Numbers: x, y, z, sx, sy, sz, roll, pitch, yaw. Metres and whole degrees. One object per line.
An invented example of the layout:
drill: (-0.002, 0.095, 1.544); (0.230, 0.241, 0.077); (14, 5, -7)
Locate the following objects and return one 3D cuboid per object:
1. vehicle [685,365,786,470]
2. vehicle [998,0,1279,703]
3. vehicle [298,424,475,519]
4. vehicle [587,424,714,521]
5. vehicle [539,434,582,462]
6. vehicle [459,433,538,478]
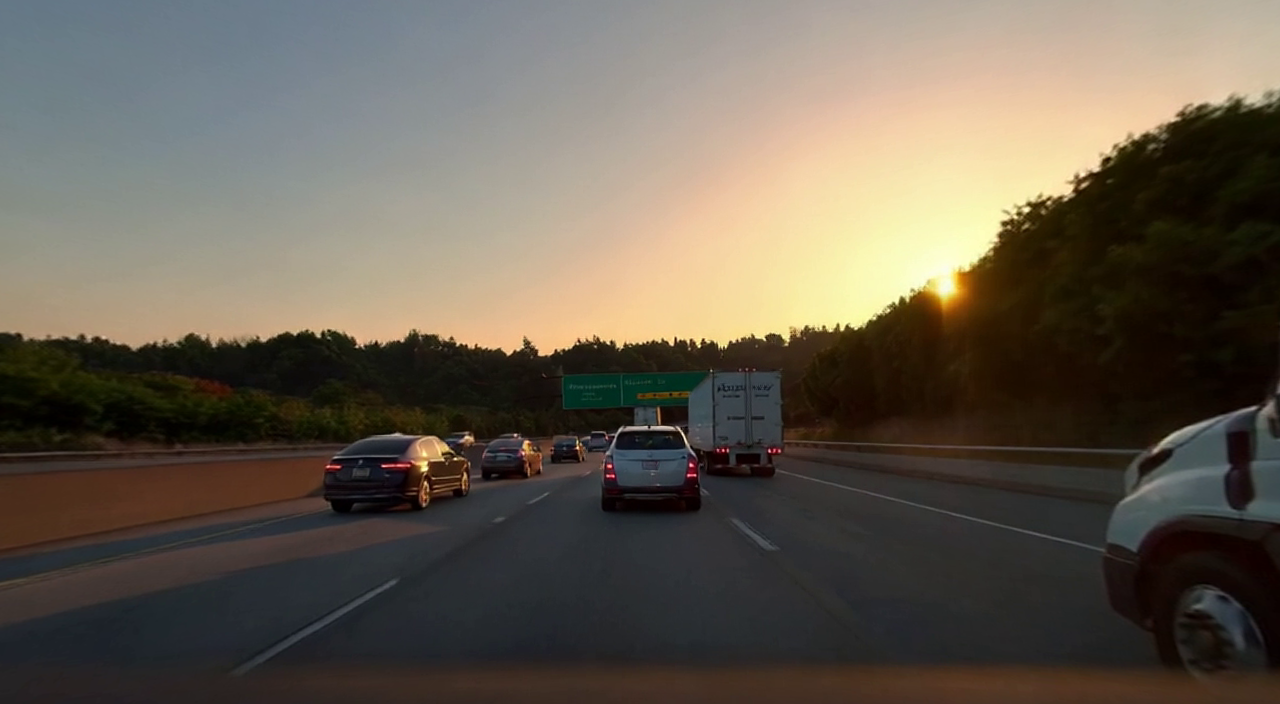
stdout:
vehicle: (4.230, 3.503, 31.766); (2.892, 4.101, 14.252); (0, -8, 0)
vehicle: (3.954, -0.186, 1.082); (2.982, 3.860, 6.011); (0, -8, 0)
vehicle: (-4.602, 2.190, 12.105); (1.821, 1.514, 3.677); (0, -8, 1)
vehicle: (0.152, 2.122, 11.654); (1.973, 1.505, 3.568); (0, -8, 0)
vehicle: (-4.562, 5.577, 36.868); (1.887, 1.493, 4.411); (0, -8, 1)
vehicle: (-4.979, 3.676, 22.743); (1.880, 1.458, 3.978); (0, -8, 1)
